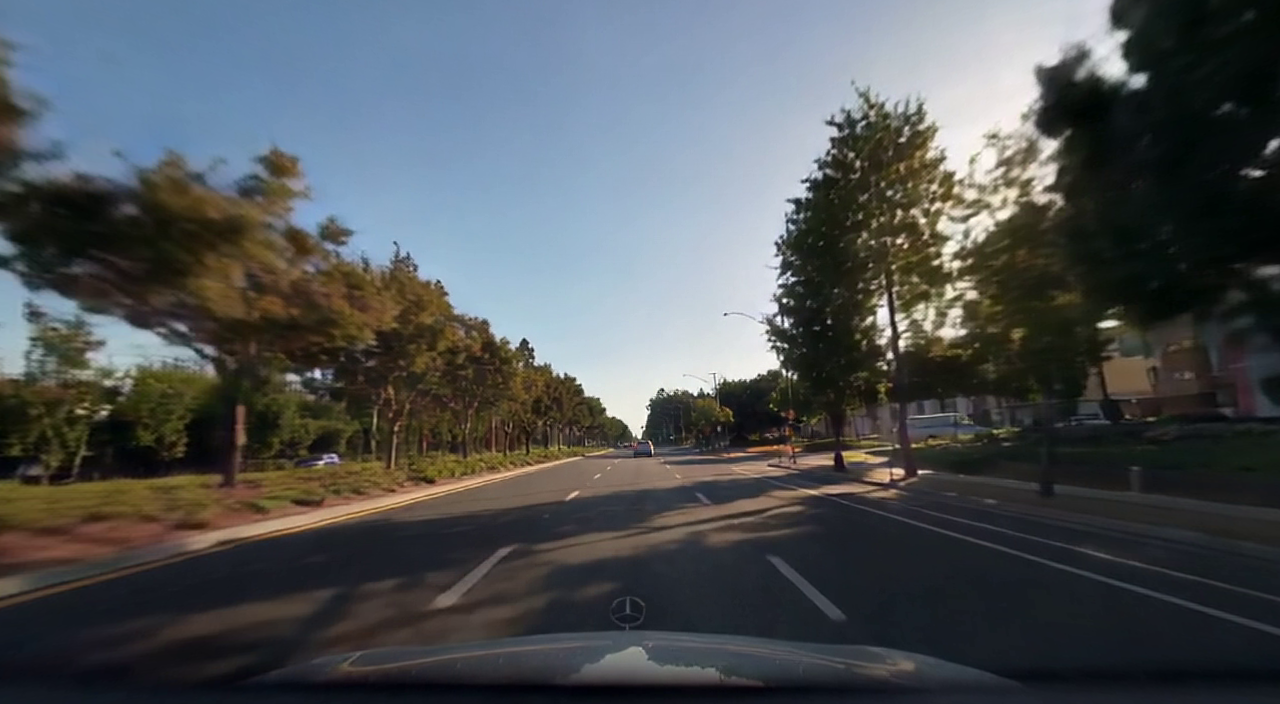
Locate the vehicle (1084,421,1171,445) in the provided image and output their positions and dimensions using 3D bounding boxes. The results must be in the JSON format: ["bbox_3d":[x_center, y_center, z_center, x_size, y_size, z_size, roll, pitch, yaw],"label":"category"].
[{"bbox_3d":[35.236,5.877,45.608,4.578,1.488,1.890,-2,-9,1],"label":"vehicle"}]

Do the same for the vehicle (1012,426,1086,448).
[{"bbox_3d":[29.555,6.147,45.623,4.101,1.518,1.749,0,-8,-1],"label":"vehicle"}]

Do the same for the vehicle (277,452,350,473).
[{"bbox_3d":[-25.372,8.536,49.033,2.004,1.450,4.543,-8,-11,42],"label":"vehicle"}]

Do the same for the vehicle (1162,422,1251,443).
[{"bbox_3d":[40.956,5.830,45.619,4.568,1.459,1.789,0,-8,1],"label":"vehicle"}]

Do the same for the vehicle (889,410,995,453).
[{"bbox_3d":[21.945,5.812,46.063,6.374,3.018,2.476,0,-8,-1],"label":"vehicle"}]

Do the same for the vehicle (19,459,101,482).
[{"bbox_3d":[-38.688,7.864,42.061,4.135,1.440,1.754,-2,-9,11],"label":"vehicle"}]
